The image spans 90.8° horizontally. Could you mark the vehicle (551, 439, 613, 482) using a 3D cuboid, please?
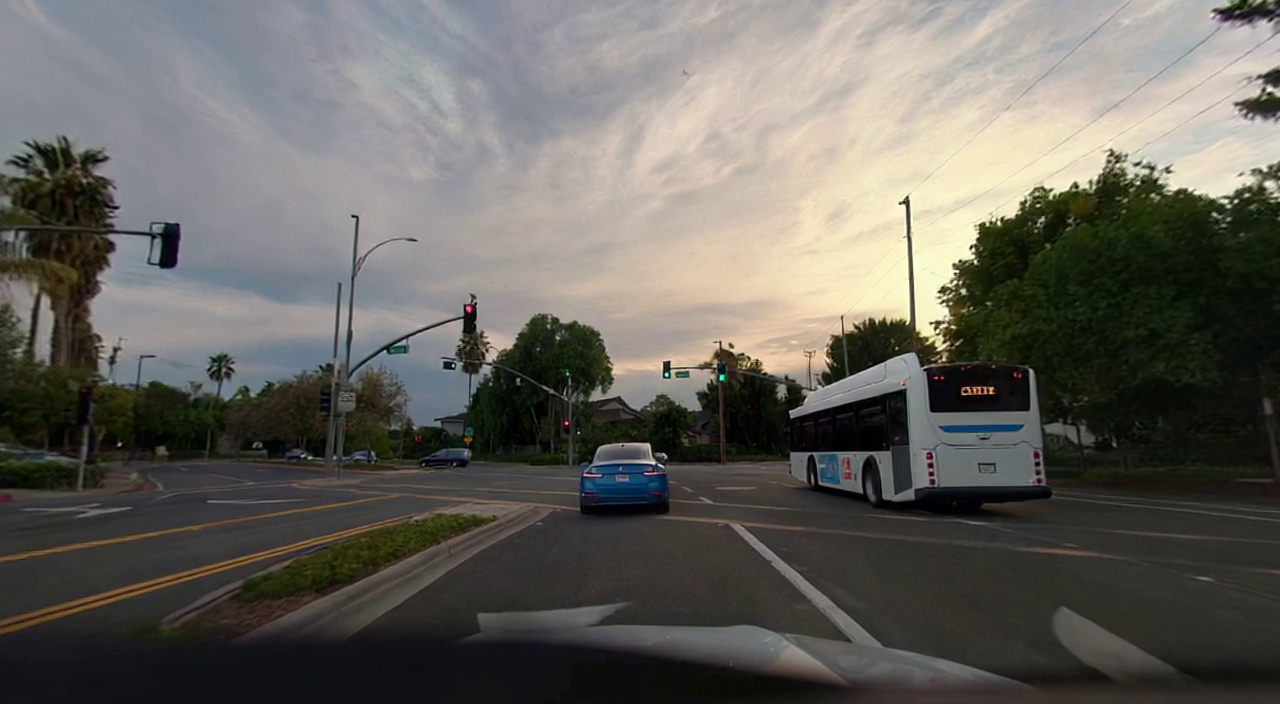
[{"bbox_3d":[-2.906,5.254,30.816,2.272,1.891,4.562,2,-9,-15],"label":"vehicle"}]

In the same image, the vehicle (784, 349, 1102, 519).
[{"bbox_3d":[7.884,2.726,20.227,3.483,3.546,13.998,0,-9,1],"label":"vehicle"}]

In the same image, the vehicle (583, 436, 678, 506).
[{"bbox_3d":[-0.339,3.273,17.872,2.341,1.709,4.466,0,-9,-3],"label":"vehicle"}]

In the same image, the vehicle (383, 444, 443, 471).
[{"bbox_3d":[-17.068,7.889,47.308,2.283,1.878,5.384,7,-11,-41],"label":"vehicle"}]
